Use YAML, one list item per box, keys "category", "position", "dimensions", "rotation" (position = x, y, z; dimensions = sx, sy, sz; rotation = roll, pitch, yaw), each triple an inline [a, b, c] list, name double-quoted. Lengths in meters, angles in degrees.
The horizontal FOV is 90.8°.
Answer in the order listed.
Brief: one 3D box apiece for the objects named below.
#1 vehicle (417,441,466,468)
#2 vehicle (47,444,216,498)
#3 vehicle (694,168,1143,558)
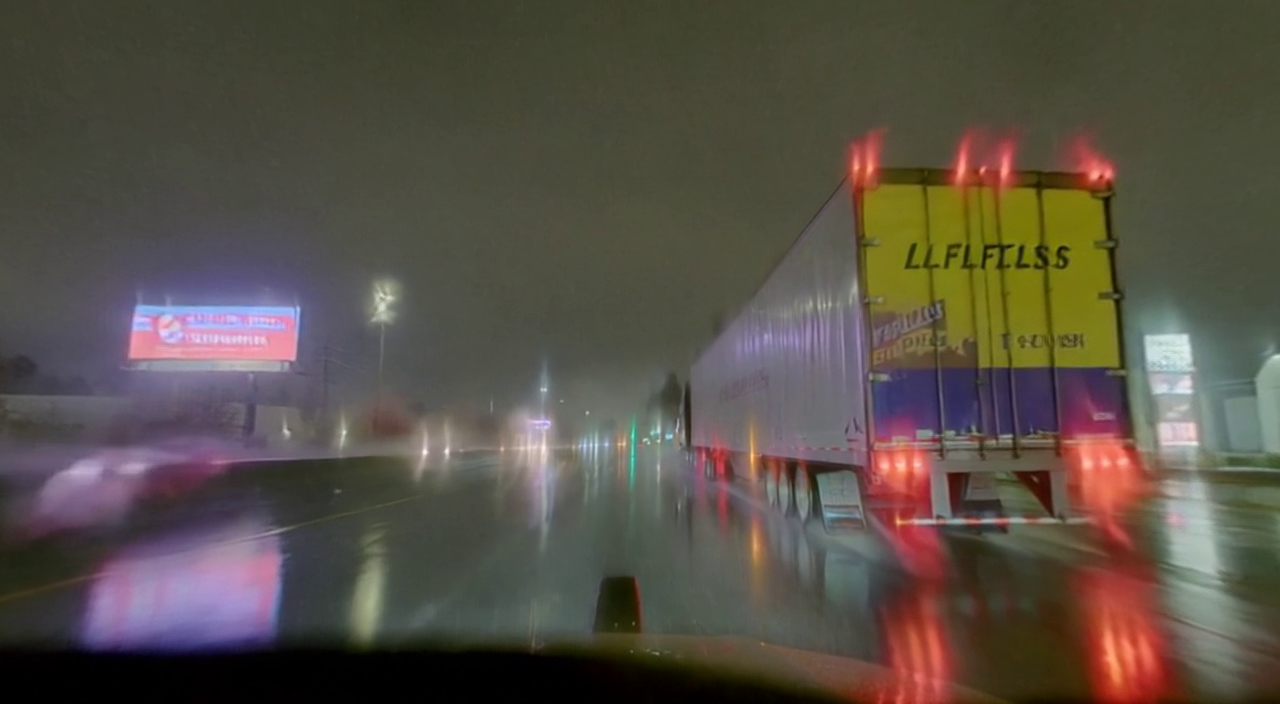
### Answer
- category: "vehicle"
  position: [-10.633, 5.531, 34.105]
  dimensions: [1.545, 1.371, 3.313]
  rotation: [0, -9, 0]
- category: "vehicle"
  position: [-14.848, 3.458, 18.769]
  dimensions: [1.825, 1.400, 3.849]
  rotation: [0, -9, 0]
- category: "vehicle"
  position: [3.737, 1.295, 15.549]
  dimensions: [2.891, 4.387, 17.121]
  rotation: [0, -9, -2]
